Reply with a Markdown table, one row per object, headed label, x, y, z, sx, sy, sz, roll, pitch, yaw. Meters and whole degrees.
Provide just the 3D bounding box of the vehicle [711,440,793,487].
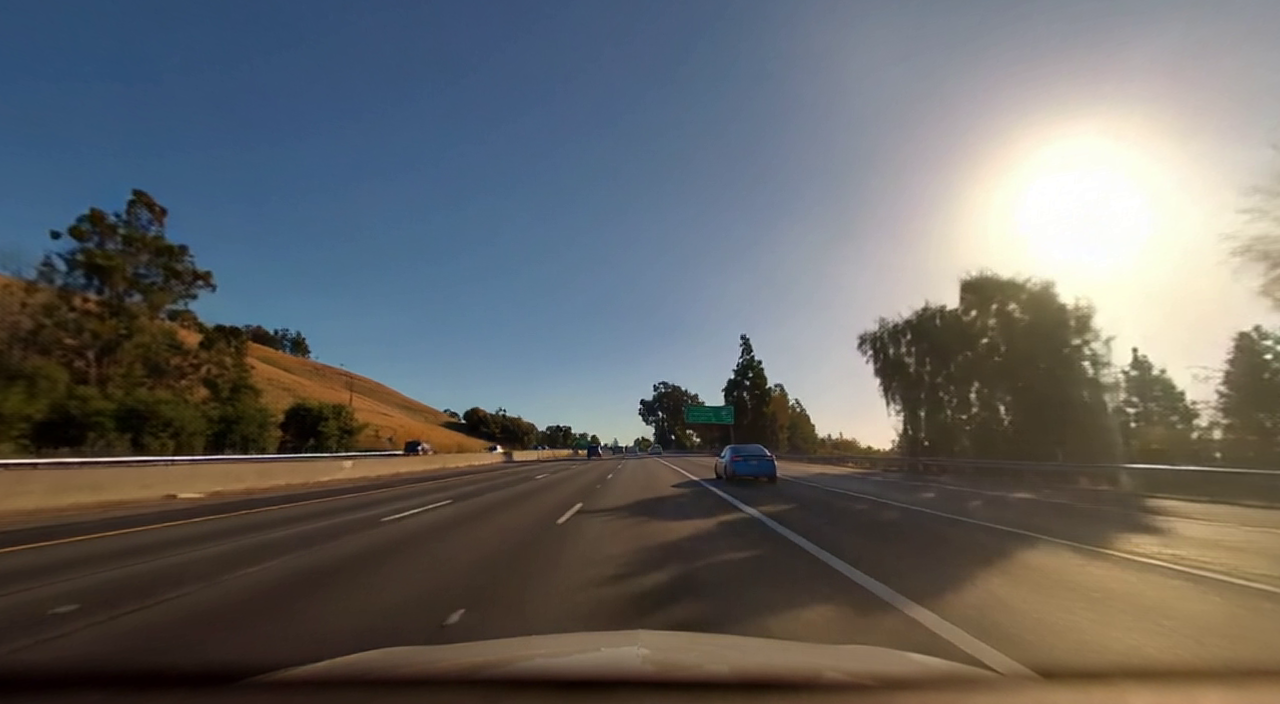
| label | x | y | z | sx | sy | sz | roll | pitch | yaw |
| --- | --- | --- | --- | --- | --- | --- | --- | --- | --- |
| vehicle | 3.854 | 3.903 | 22.397 | 2.033 | 1.501 | 4.398 | 0 | -9 | -1 |
